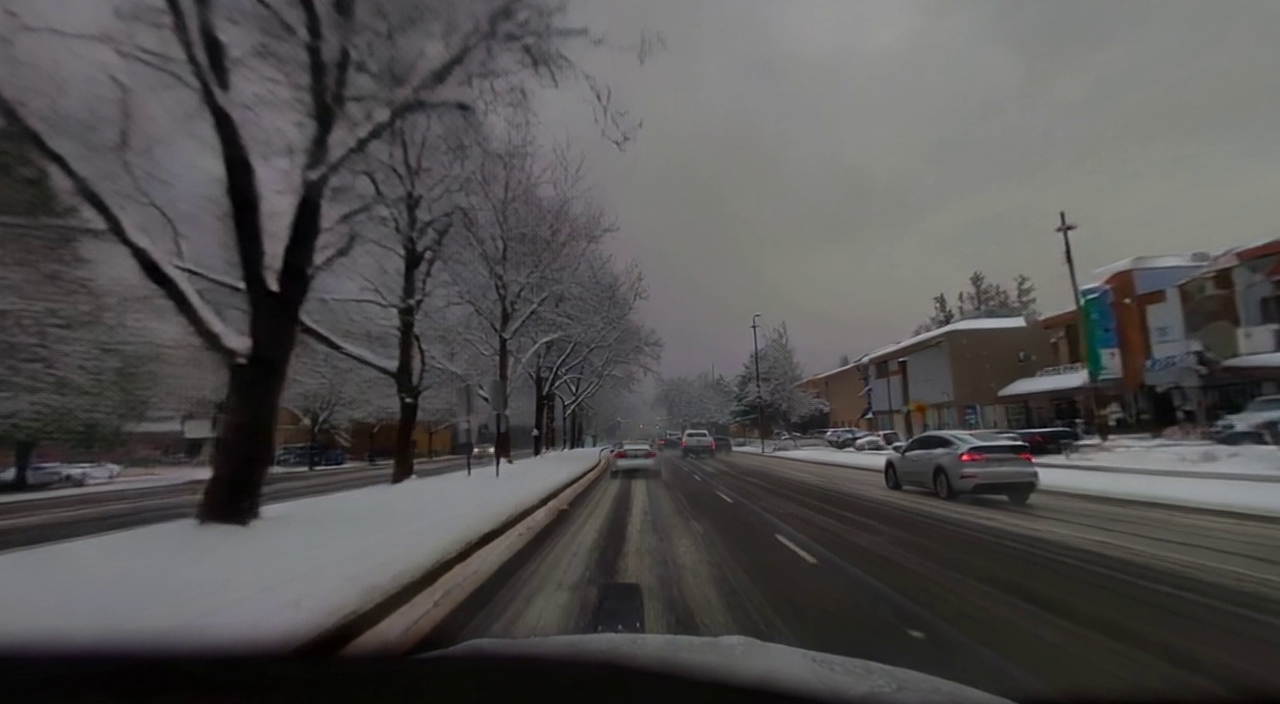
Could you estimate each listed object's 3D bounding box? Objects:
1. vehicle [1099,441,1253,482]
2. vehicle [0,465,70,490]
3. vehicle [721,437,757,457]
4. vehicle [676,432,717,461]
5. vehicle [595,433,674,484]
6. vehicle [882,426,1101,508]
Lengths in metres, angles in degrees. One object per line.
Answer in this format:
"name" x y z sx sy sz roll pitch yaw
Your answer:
"vehicle" 21.127 4.308 25.244 1.920 1.458 4.704 0 -8 -2
"vehicle" -44.550 9.117 45.990 3.961 1.678 2.032 1 -8 -4
"vehicle" 7.507 7.261 48.293 2.061 1.460 3.948 0 -8 -1
"vehicle" 3.596 6.151 41.254 2.188 1.760 4.297 0 -8 -1
"vehicle" -0.198 3.420 20.556 2.289 1.471 4.477 0 -8 -1
"vehicle" 7.391 2.468 14.032 2.111 1.493 4.639 0 -8 -1
